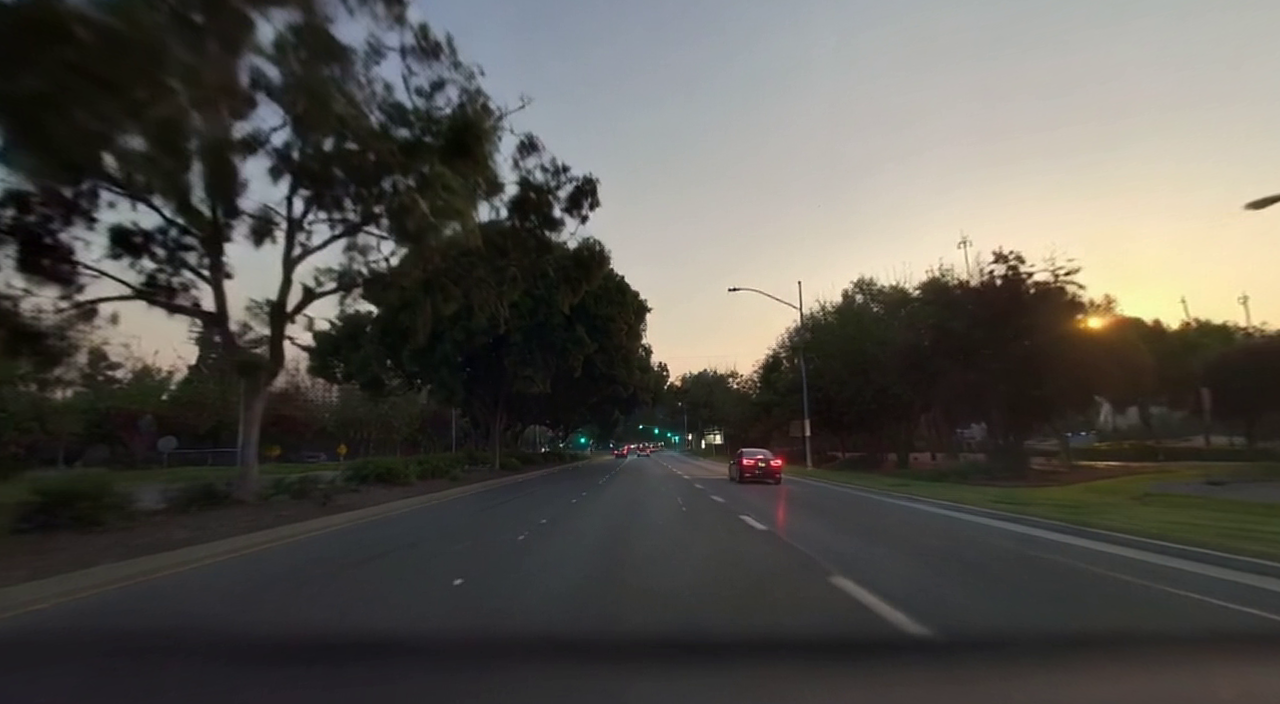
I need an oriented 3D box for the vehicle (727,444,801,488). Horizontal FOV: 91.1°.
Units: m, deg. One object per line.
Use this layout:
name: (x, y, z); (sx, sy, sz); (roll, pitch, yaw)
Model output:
vehicle: (4.663, 4.321, 24.250); (1.913, 1.516, 4.322); (0, -8, -1)
